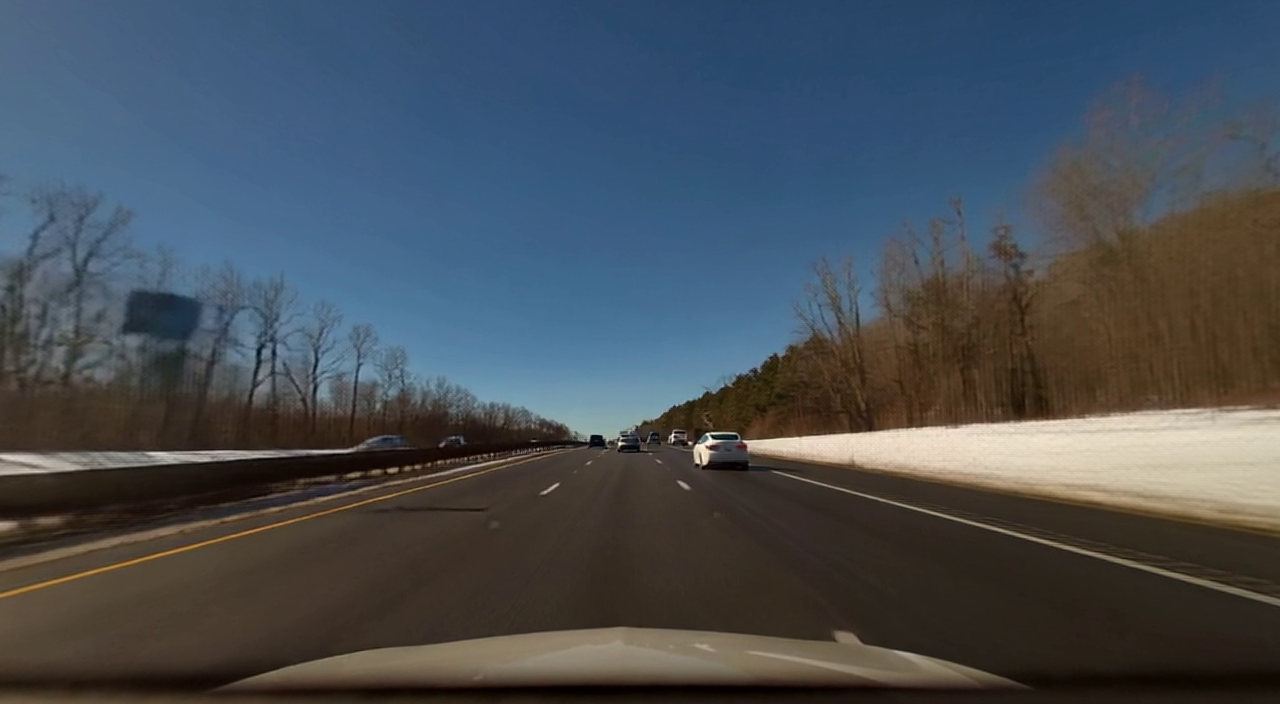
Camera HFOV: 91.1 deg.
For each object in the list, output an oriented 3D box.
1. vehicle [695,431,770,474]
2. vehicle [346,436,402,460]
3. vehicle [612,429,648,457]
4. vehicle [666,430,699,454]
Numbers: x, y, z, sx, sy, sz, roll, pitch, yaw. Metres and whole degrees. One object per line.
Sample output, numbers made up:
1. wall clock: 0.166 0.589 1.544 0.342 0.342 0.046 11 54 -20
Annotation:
1. vehicle: 3.423 3.798 24.237 2.056 1.479 4.660 0 -8 -2
2. vehicle: -17.185 6.217 40.884 1.842 1.494 4.232 0 -8 -1
3. vehicle: -0.666 5.870 40.631 2.182 1.680 4.253 0 -8 -1
4. vehicle: 3.160 6.829 47.791 2.098 1.677 4.275 0 -8 -1
